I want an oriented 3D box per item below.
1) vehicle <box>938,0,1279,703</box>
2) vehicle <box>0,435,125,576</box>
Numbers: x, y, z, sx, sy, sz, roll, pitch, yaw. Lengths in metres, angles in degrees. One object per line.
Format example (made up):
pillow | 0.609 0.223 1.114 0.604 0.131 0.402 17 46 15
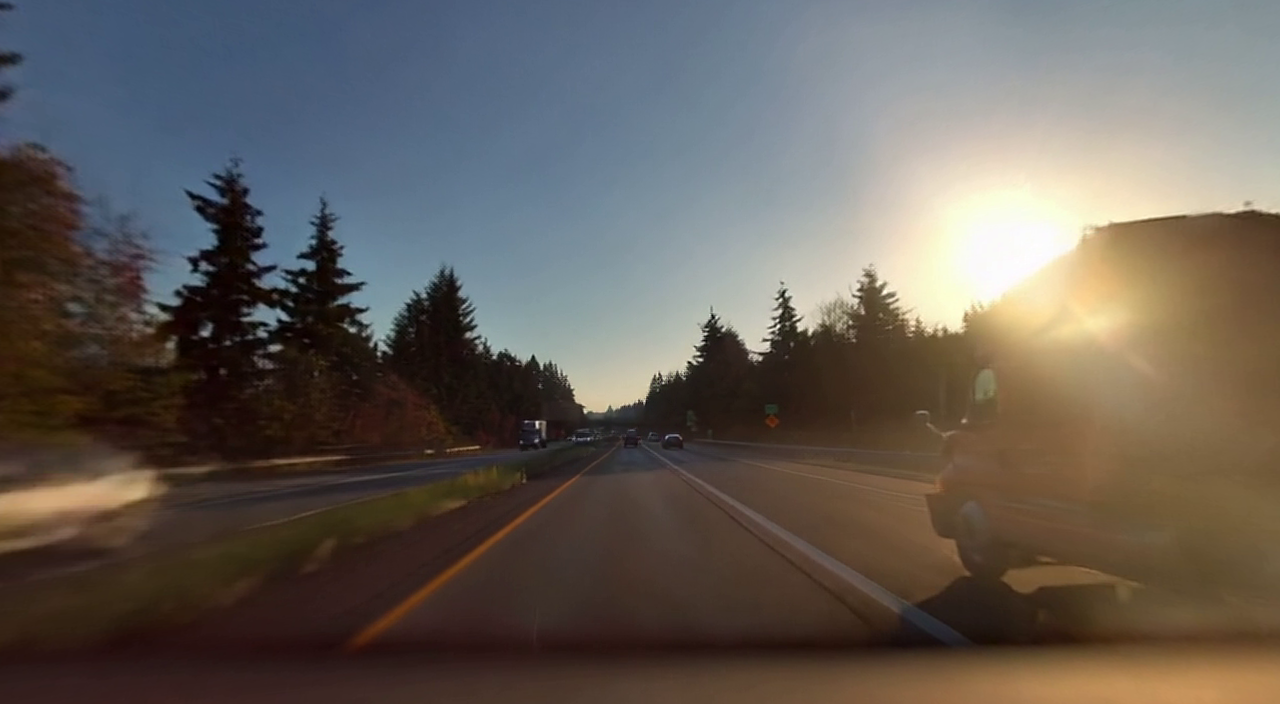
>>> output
vehicle | 3.893 -0.174 1.559 2.999 4.013 6.296 0 -8 -1
vehicle | -7.694 1.571 5.939 1.977 1.456 4.489 -3 -8 -1
